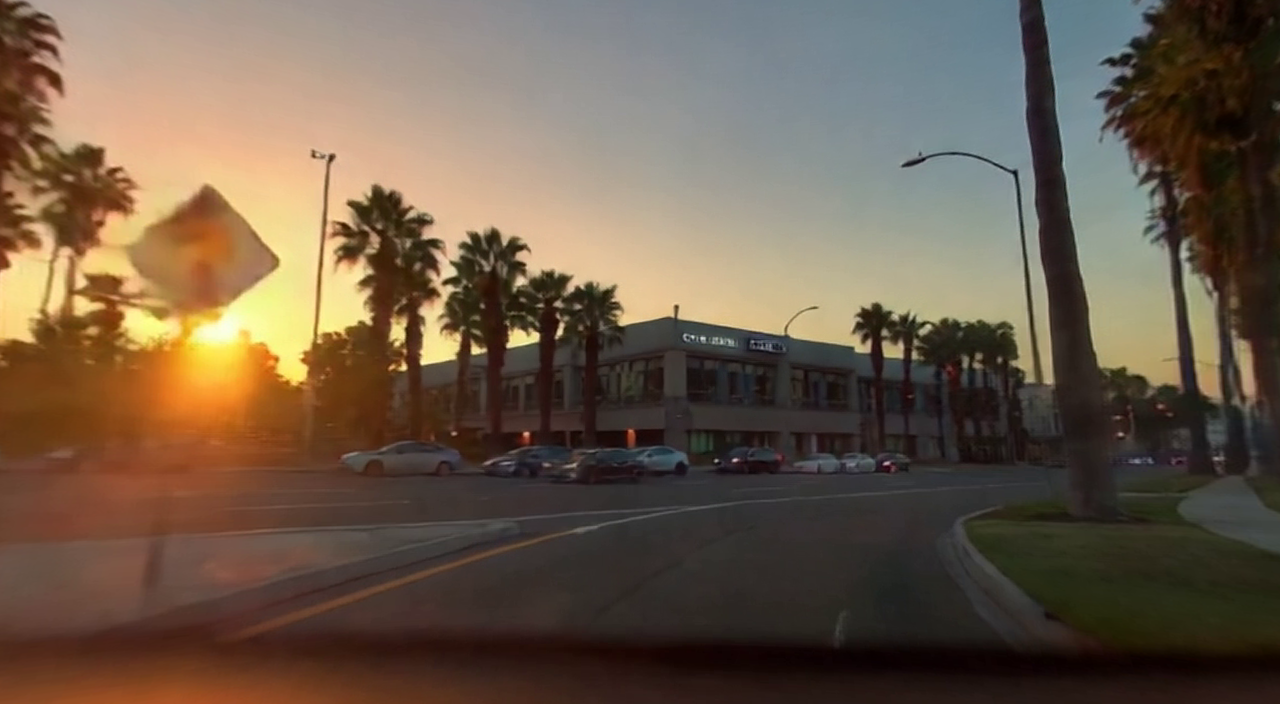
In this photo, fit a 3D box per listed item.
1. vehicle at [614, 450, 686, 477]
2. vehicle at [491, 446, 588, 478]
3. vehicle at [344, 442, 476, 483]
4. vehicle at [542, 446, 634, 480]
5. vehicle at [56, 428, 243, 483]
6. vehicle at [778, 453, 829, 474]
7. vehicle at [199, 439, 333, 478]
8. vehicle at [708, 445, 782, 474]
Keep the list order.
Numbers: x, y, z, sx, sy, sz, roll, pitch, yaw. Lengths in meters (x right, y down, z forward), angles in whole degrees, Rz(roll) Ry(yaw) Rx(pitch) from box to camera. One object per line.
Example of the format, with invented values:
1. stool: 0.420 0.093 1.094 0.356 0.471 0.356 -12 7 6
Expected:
1. vehicle: 0.627 6.776 38.281 4.291 1.474 1.857 8 -15 -44
2. vehicle: -5.158 5.725 32.694 4.774 1.493 1.854 10 -12 -44
3. vehicle: -10.010 4.832 27.635 5.112 1.593 1.865 8 -13 -43
4. vehicle: -2.527 5.467 31.149 4.356 1.543 1.844 9 -13 -44
5. vehicle: -16.575 3.488 21.408 4.713 1.664 1.909 7 -13 -44
6. vehicle: 13.010 8.795 49.733 4.306 1.535 1.813 9 -12 -43
7. vehicle: -19.576 5.596 33.085 5.616 1.839 2.071 9 -13 -44
8. vehicle: 7.611 7.744 45.102 5.617 1.904 2.184 9 -15 -43
